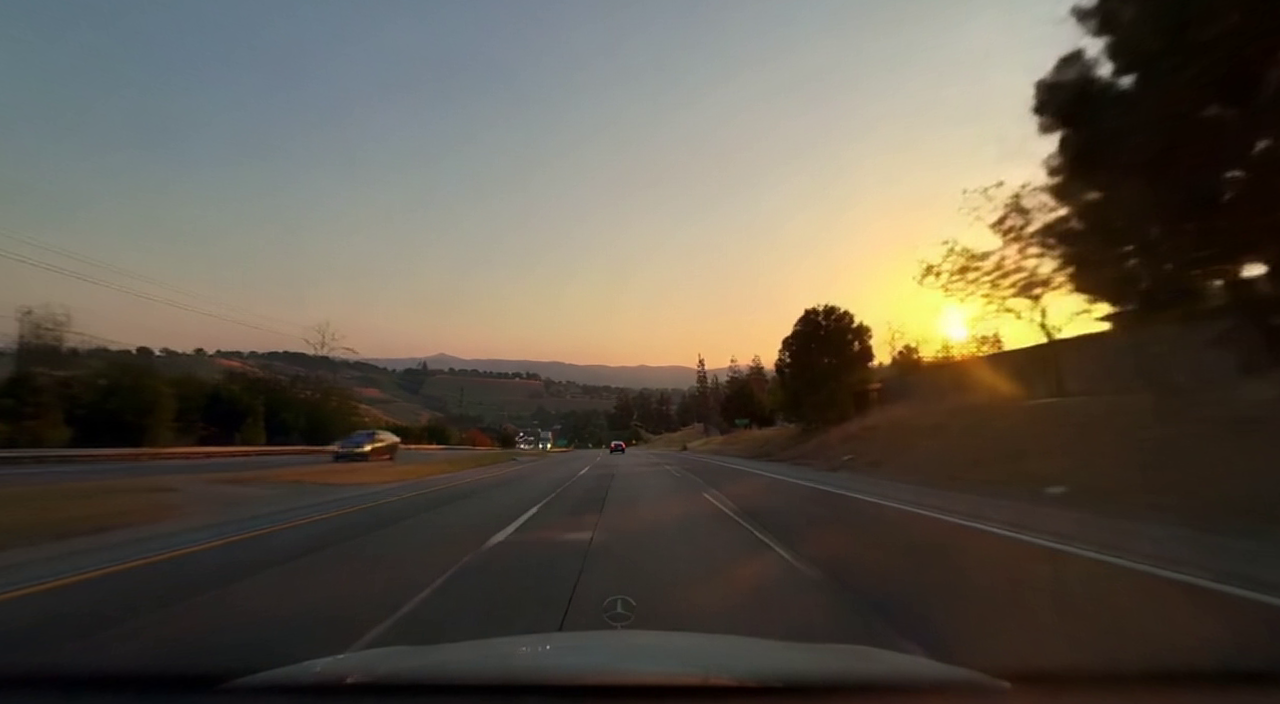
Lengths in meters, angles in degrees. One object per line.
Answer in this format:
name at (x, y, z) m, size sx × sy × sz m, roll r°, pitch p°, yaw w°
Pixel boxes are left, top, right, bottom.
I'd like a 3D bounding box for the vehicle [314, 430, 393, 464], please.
vehicle at (-14.247, 4.726, 31.609) m, size 2.011 × 1.555 × 4.404 m, roll 0°, pitch -8°, yaw -3°
